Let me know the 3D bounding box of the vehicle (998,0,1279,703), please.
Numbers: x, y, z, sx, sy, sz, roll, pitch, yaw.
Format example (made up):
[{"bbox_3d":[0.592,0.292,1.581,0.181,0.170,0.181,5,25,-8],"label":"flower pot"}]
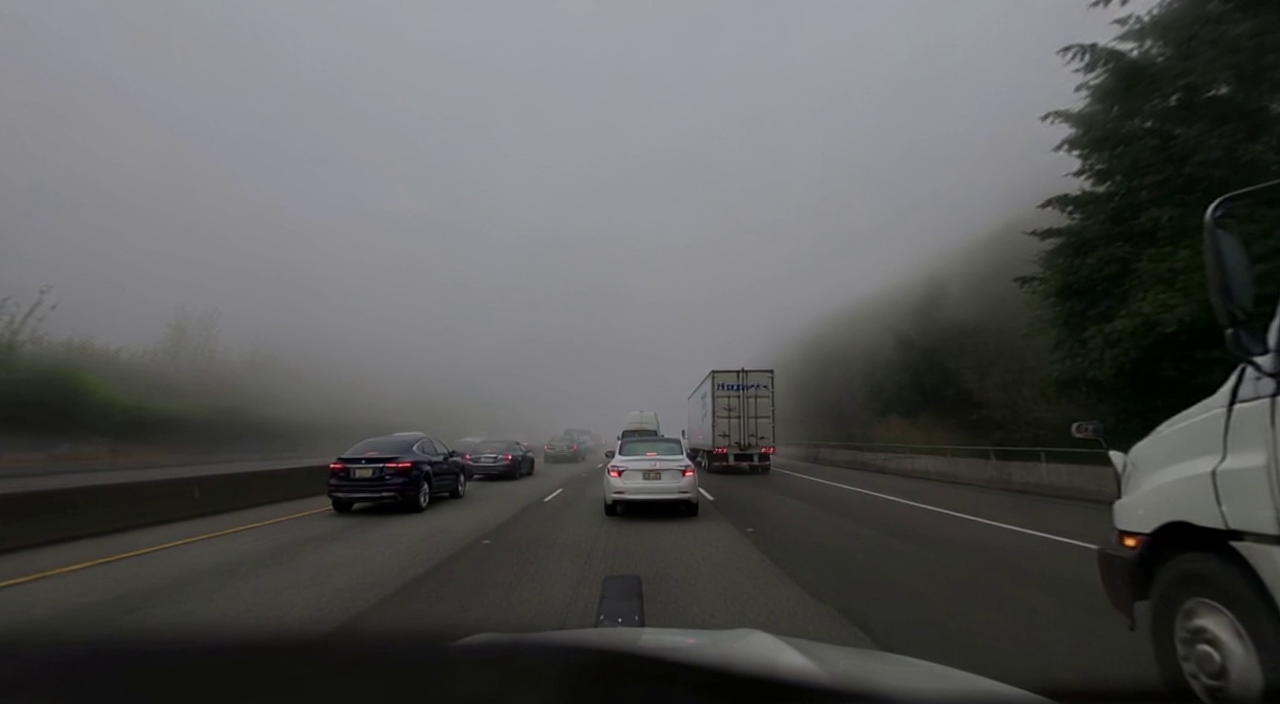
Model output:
[{"bbox_3d":[3.954,-0.186,1.082,2.982,3.860,6.011,0,-8,0],"label":"vehicle"}]

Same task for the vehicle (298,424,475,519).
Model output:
[{"bbox_3d":[-4.602,2.190,12.105,1.821,1.514,3.677,0,-8,1],"label":"vehicle"}]

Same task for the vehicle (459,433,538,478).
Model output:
[{"bbox_3d":[-4.979,3.676,22.743,1.880,1.458,3.978,0,-8,1],"label":"vehicle"}]

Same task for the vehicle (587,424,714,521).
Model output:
[{"bbox_3d":[0.152,2.122,11.654,1.973,1.505,3.568,0,-8,0],"label":"vehicle"}]

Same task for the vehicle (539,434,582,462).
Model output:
[{"bbox_3d":[-4.562,5.577,36.868,1.887,1.493,4.411,0,-8,1],"label":"vehicle"}]

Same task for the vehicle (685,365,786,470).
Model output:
[{"bbox_3d":[4.230,3.503,31.766,2.892,4.101,14.252,0,-8,0],"label":"vehicle"}]
